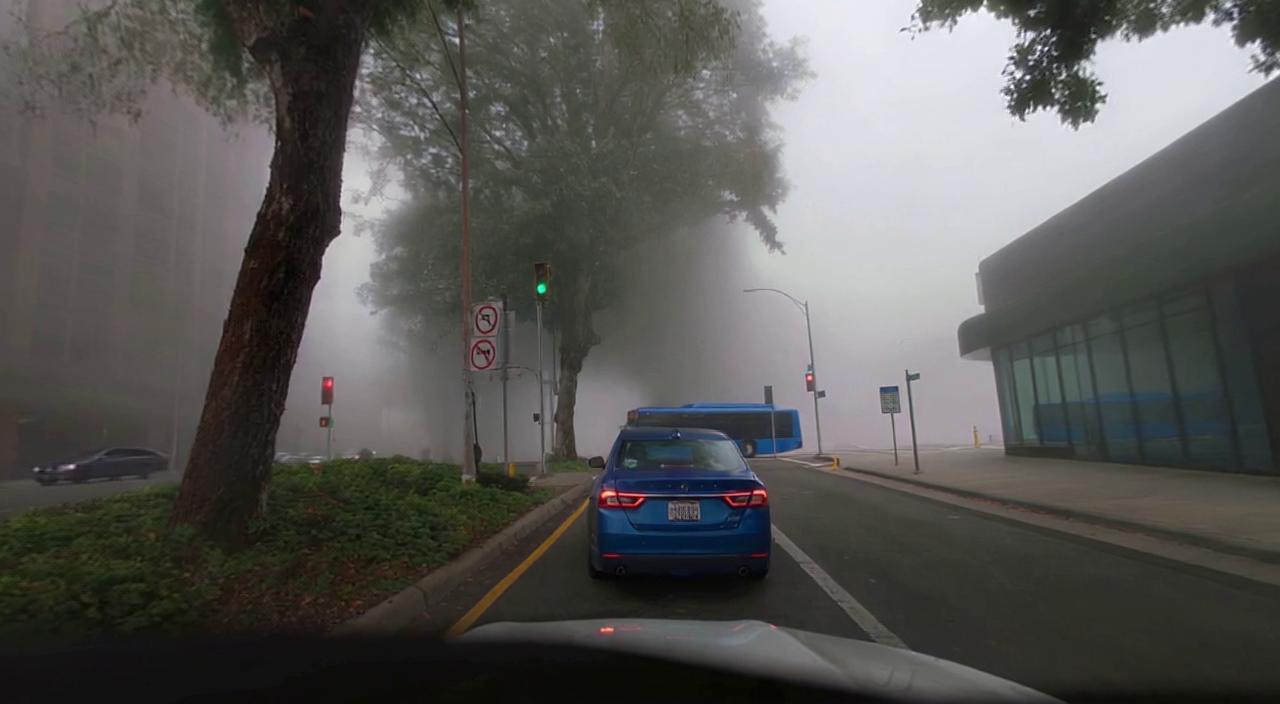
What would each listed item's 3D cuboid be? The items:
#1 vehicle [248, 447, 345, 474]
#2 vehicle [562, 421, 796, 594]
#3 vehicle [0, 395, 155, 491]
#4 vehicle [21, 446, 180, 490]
[{"bbox_3d":[-20.291,6.379,37.590,1.883,1.461,4.830,-4,-9,23],"label":"vehicle"},{"bbox_3d":[0.372,1.622,7.394,2.006,1.470,3.799,0,-8,1],"label":"vehicle"},{"bbox_3d":[-25.949,3.643,25.324,2.692,3.685,10.153,-3,-9,20],"label":"vehicle"},{"bbox_3d":[-22.122,4.723,26.183,1.892,1.645,4.561,-3,-9,20],"label":"vehicle"}]
